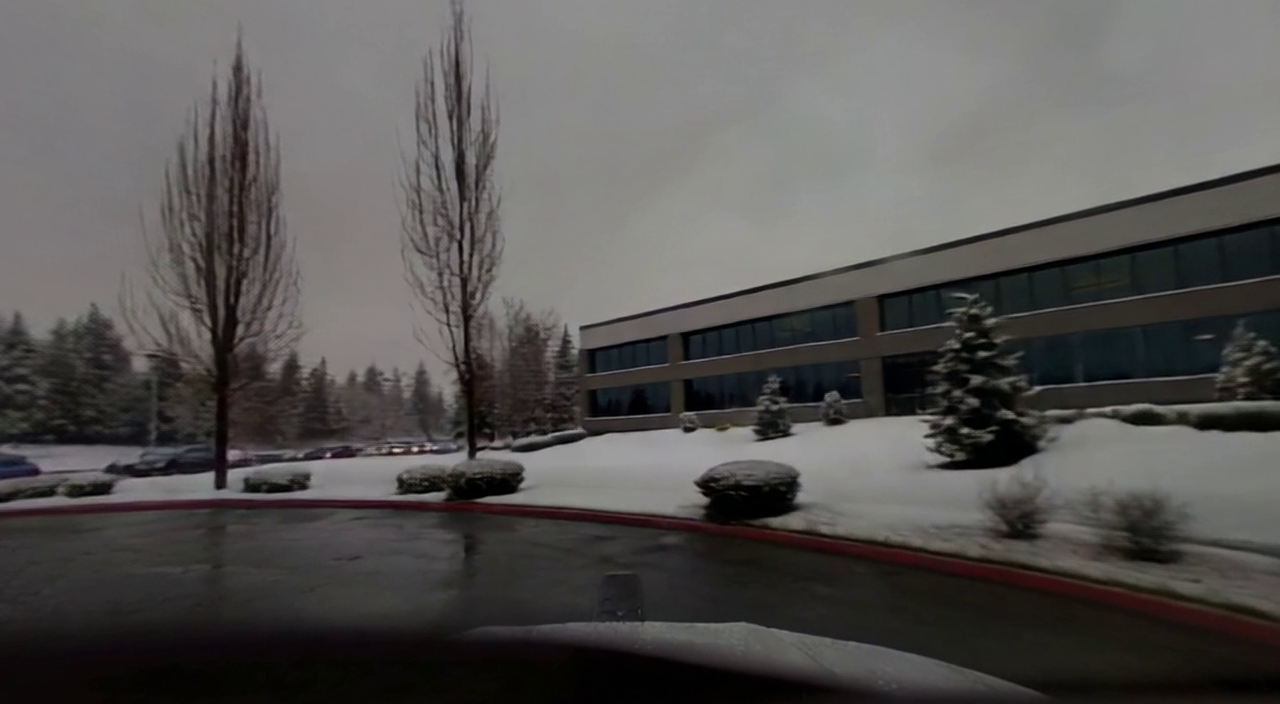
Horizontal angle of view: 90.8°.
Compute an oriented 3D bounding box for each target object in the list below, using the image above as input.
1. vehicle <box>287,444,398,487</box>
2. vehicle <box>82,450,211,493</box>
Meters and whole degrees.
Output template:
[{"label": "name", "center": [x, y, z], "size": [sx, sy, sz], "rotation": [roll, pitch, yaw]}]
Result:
[{"label": "vehicle", "center": [-15.056, 5.734, 32.133], "size": [4.755, 1.707, 1.889], "rotation": [-4, -8, 0]}, {"label": "vehicle", "center": [-27.566, 6.681, 35.456], "size": [5.285, 1.837, 2.318], "rotation": [-4, -8, -2]}]
